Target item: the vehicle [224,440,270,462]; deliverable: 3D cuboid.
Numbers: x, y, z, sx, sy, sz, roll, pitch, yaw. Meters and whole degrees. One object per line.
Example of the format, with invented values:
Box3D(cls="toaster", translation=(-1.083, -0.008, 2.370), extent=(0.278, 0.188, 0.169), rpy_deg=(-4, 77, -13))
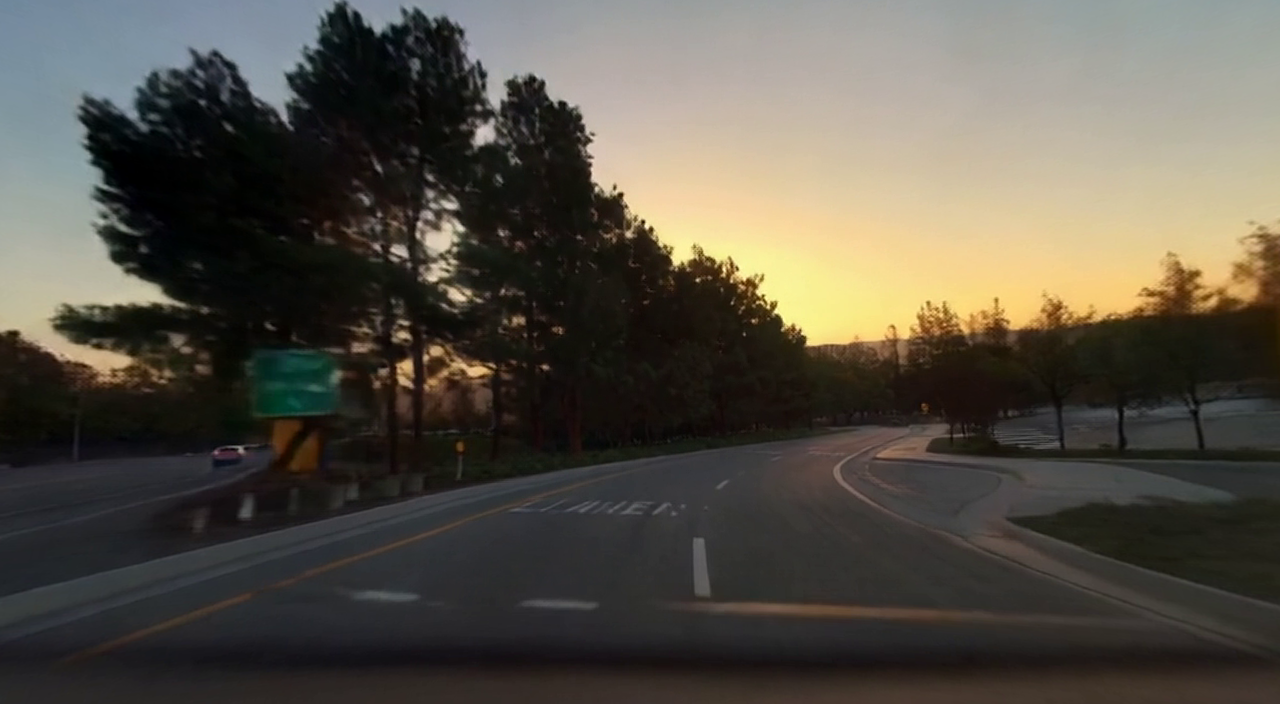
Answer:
Box3D(cls="vehicle", translation=(-28.428, 7.175, 45.819), extent=(2.108, 1.472, 4.099), rpy_deg=(3, -9, -22))
